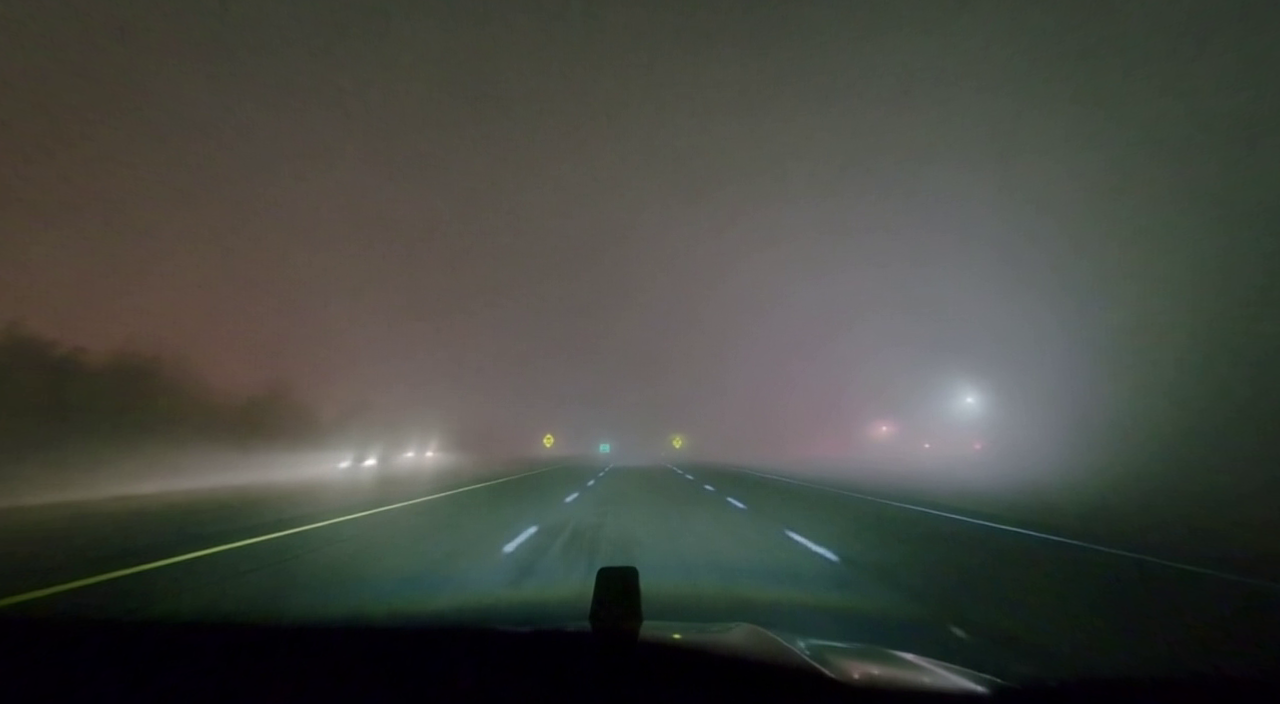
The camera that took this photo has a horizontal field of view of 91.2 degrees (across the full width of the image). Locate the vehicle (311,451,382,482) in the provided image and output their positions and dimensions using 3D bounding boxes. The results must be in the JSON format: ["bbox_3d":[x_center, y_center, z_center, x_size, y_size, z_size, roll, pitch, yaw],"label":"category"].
[{"bbox_3d":[-16.316,6.359,35.083,1.873,1.572,4.257,-1,-9,1],"label":"vehicle"}]
